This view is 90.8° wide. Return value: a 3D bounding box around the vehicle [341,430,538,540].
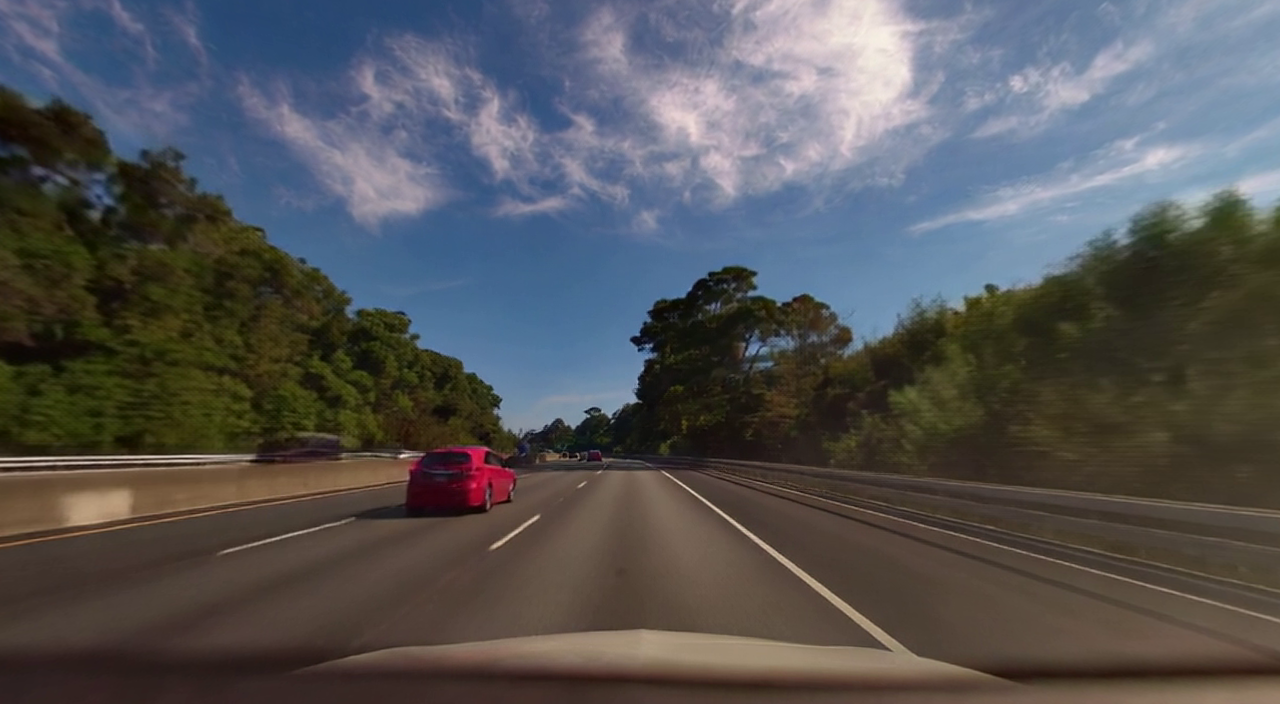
[{"bbox_3d":[-3.493,2.436,12.190,2.279,1.683,4.726,0,-9,-1],"label":"vehicle"}]
